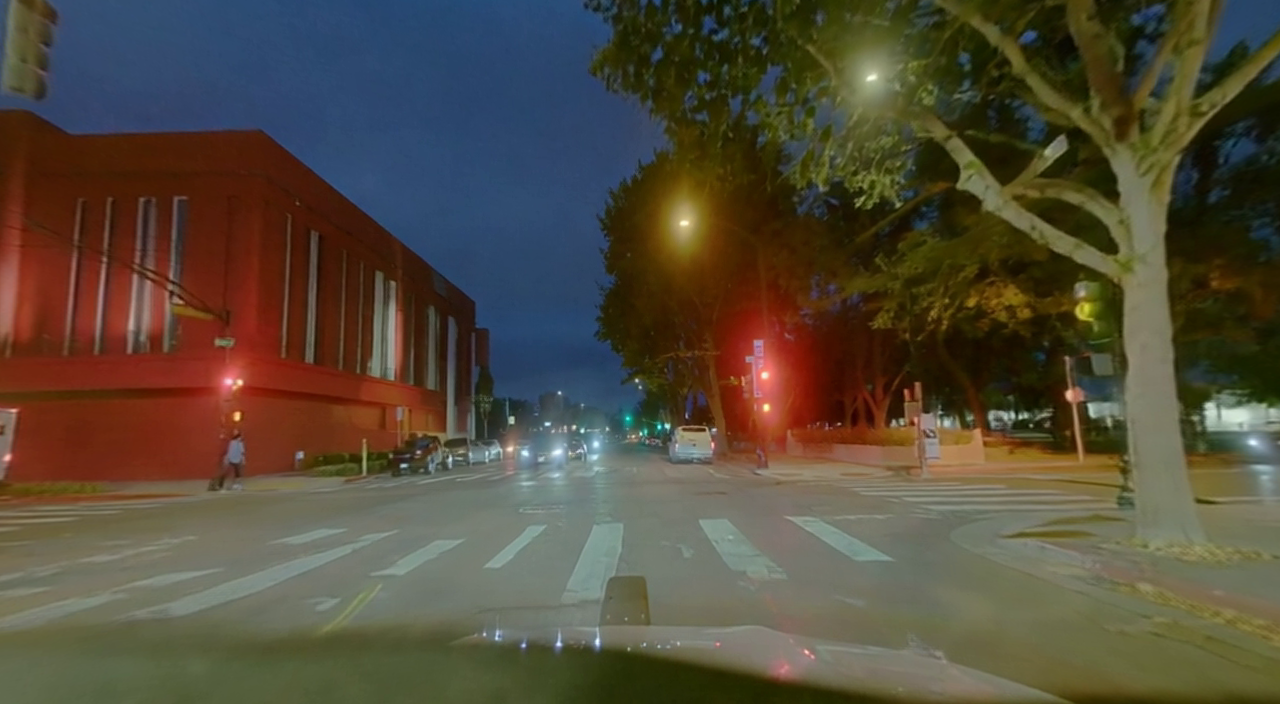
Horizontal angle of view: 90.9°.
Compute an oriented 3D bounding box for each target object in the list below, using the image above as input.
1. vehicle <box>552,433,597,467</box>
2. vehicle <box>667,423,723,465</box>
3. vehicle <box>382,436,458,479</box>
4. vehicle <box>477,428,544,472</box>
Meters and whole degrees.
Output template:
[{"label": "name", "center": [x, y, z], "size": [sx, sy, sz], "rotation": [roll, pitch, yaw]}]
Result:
[{"label": "vehicle", "center": [-3.264, 4.985, 32.198], "size": [2.033, 1.596, 4.142], "rotation": [0, -8, -2]}, {"label": "vehicle", "center": [3.039, 5.279, 36.150], "size": [2.557, 2.188, 5.164], "rotation": [0, -8, -2]}, {"label": "vehicle", "center": [-9.929, 4.765, 28.857], "size": [2.216, 1.804, 4.526], "rotation": [1, -8, -5]}, {"label": "vehicle", "center": [-5.998, 4.615, 29.765], "size": [2.242, 1.887, 4.924], "rotation": [0, -8, -2]}]
